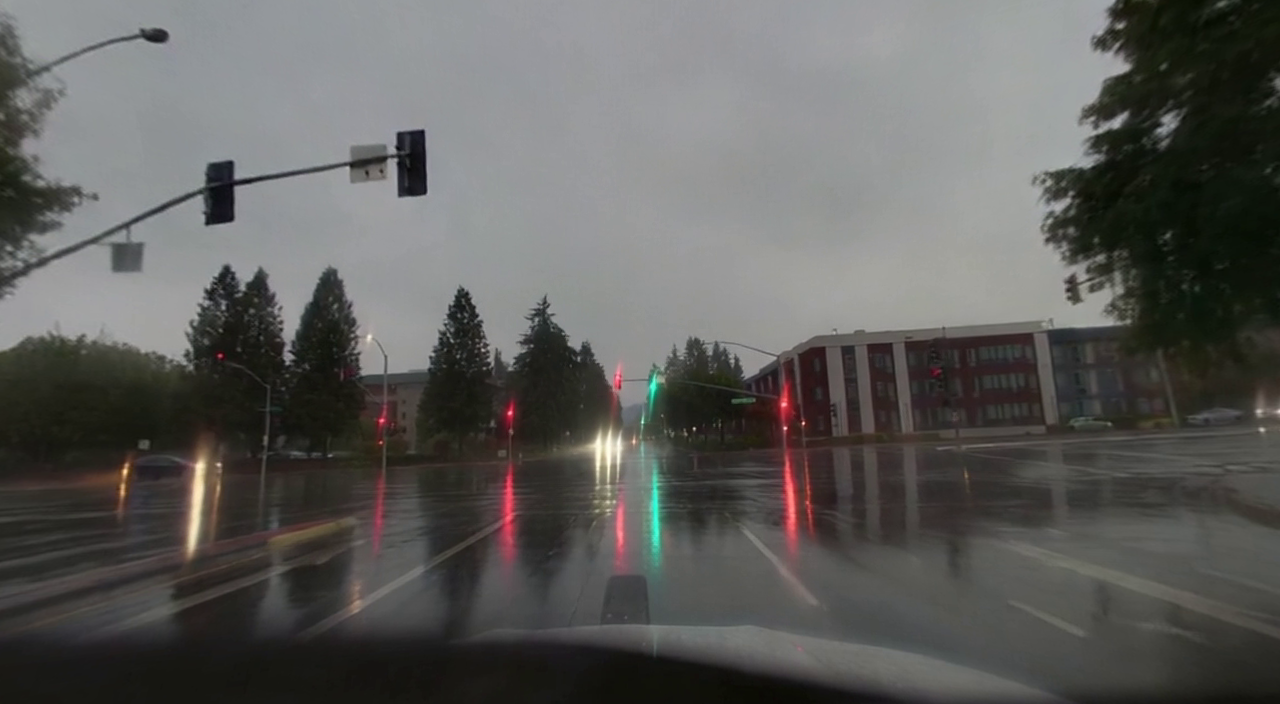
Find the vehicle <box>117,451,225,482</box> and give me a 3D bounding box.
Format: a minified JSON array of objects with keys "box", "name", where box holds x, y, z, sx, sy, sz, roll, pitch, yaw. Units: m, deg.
[{"box":[-25.141,6.110,33.867,4.332,1.573,1.900,-1,-8,3],"name":"vehicle"}]
